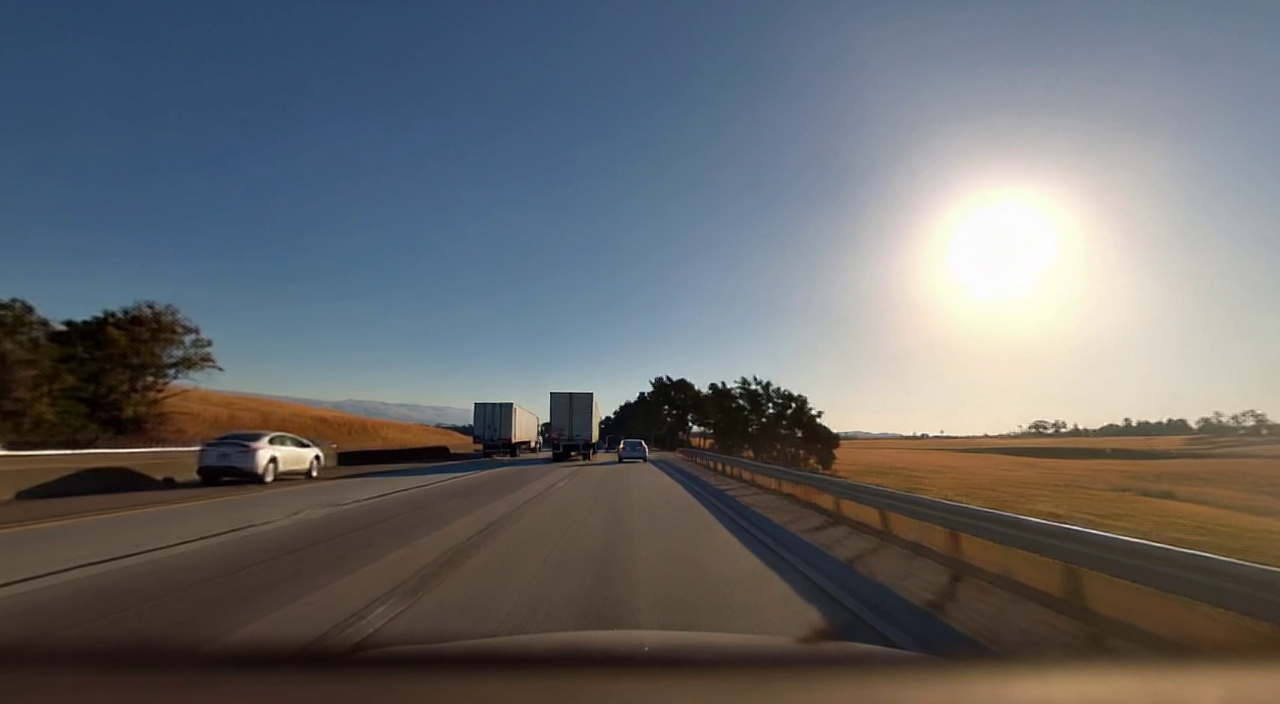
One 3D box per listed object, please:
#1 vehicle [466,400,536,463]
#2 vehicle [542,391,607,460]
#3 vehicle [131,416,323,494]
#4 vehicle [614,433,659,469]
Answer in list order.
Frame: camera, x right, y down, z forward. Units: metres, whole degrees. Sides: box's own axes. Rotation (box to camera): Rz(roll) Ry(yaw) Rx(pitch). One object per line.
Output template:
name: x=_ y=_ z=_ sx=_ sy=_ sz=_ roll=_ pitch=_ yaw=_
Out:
vehicle: x=-8.137 y=4.788 z=37.812 sx=2.728 sy=3.405 sz=7.096 roll=0 pitch=-8 yaw=-2
vehicle: x=-4.282 y=5.496 z=45.449 sx=3.475 sy=4.037 sz=17.454 roll=0 pitch=-8 yaw=-2
vehicle: x=-11.122 y=2.813 z=17.531 sx=2.153 sy=1.841 sz=4.790 roll=0 pitch=-8 yaw=-1
vehicle: x=-0.228 y=4.375 z=27.976 sx=1.891 sy=1.477 sz=3.599 roll=0 pitch=-8 yaw=-2
